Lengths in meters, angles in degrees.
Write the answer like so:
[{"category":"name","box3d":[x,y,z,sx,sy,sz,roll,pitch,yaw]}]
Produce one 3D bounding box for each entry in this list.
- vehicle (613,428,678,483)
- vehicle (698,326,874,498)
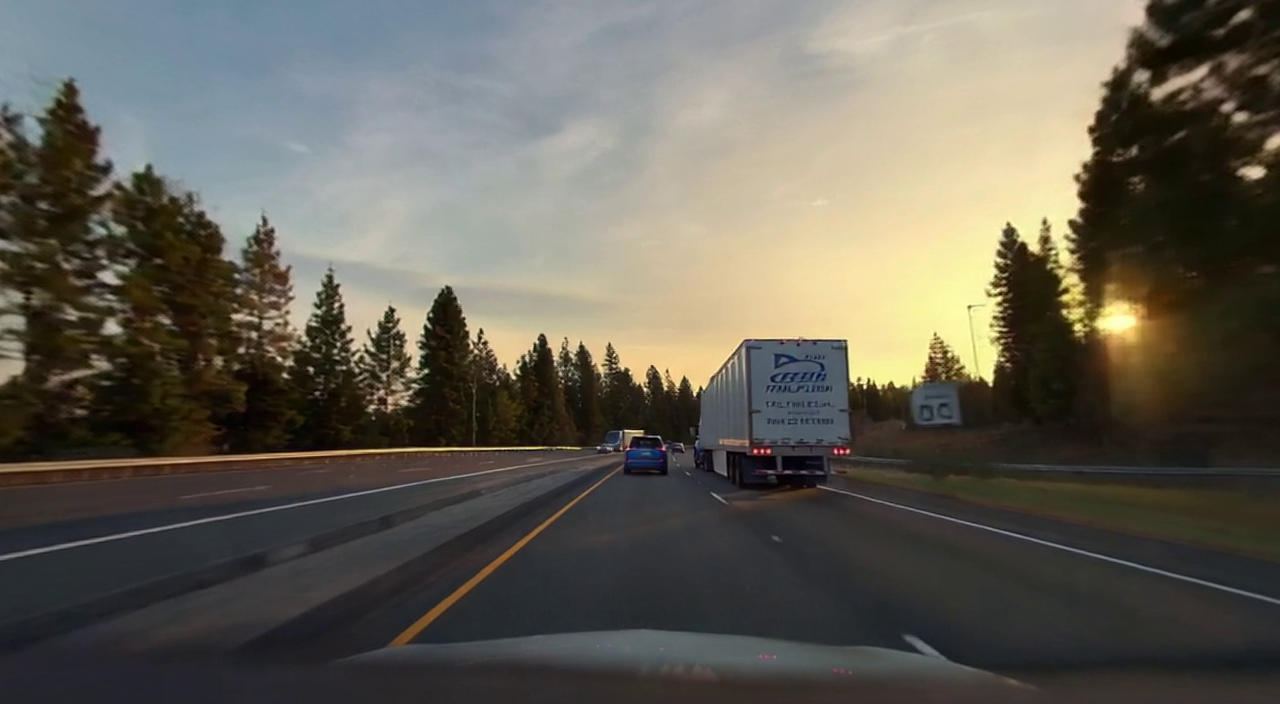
[{"category":"vehicle","box3d":[0.214,3.886,24.019,2.222,1.848,4.610,0,-8,1]},{"category":"vehicle","box3d":[4.257,2.619,23.551,2.899,4.160,16.621,0,-8,1]}]
